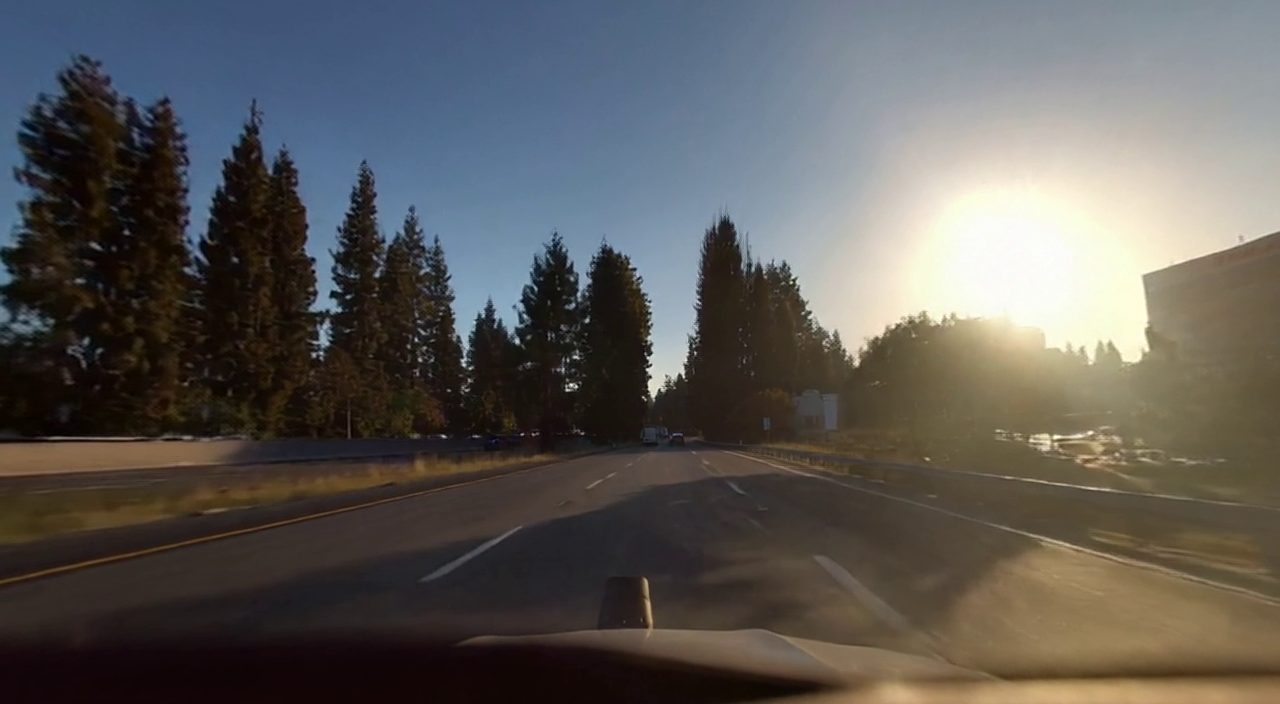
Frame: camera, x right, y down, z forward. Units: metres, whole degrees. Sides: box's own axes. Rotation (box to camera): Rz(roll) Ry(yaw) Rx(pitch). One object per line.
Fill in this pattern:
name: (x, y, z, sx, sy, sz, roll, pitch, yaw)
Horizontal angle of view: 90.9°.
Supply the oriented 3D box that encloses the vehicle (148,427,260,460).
vehicle: (-26.587, 5.633, 38.811, 2.173, 1.802, 6.102, -1, -8, 5)
